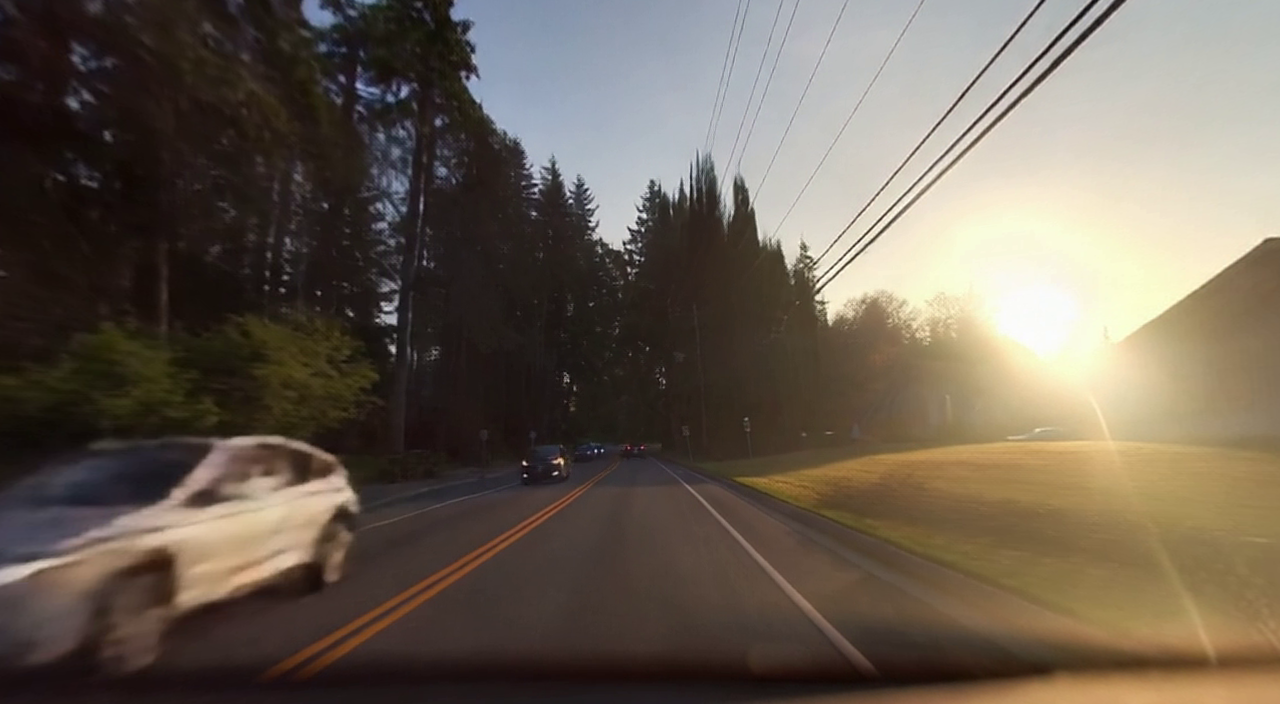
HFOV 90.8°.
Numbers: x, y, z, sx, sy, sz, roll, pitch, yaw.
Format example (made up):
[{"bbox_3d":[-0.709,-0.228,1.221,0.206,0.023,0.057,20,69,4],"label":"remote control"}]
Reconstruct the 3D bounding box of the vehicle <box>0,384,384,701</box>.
[{"bbox_3d":[-4.583,1.475,6.132,2.225,1.872,4.588,0,-8,0],"label":"vehicle"}]

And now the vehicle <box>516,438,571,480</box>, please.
[{"bbox_3d":[-4.456,5.016,29.851,1.968,1.813,4.409,0,-8,-1],"label":"vehicle"}]
